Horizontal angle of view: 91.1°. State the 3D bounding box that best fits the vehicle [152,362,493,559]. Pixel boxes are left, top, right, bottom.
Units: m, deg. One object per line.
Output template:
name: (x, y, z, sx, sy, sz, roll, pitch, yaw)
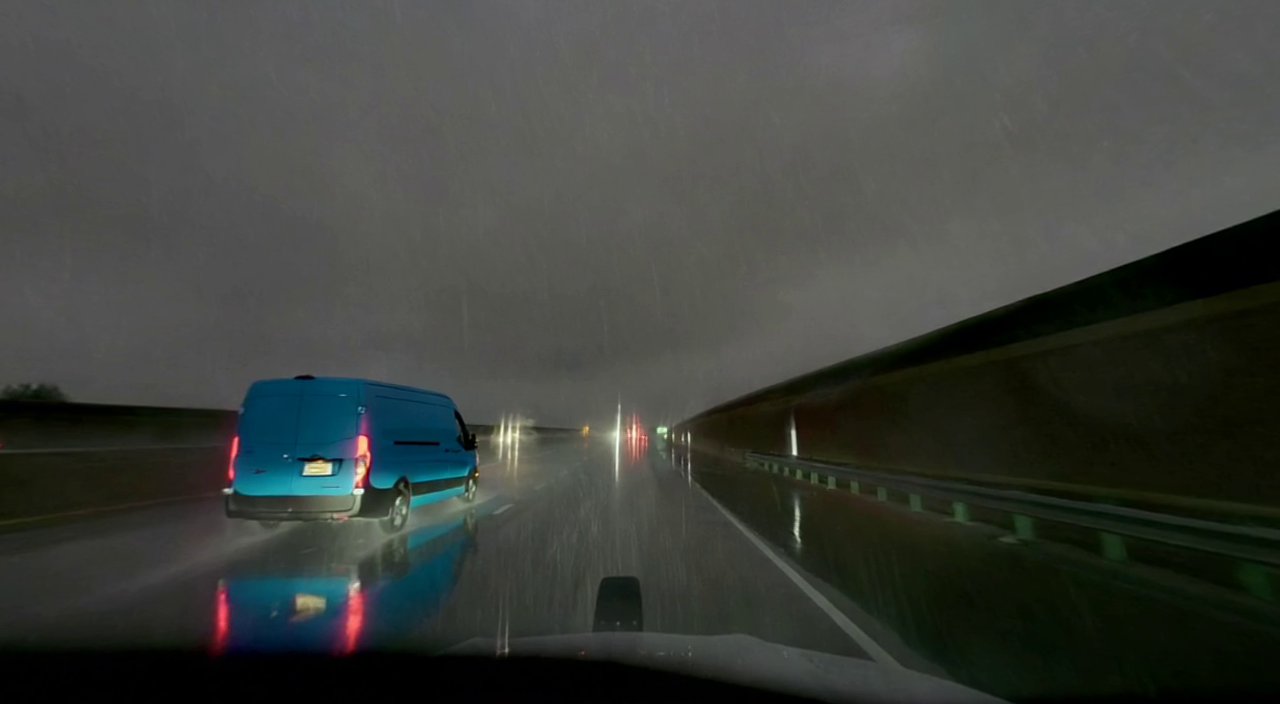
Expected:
vehicle: (-3.896, 1.461, 9.087, 2.309, 2.053, 4.884, 0, -8, 1)
